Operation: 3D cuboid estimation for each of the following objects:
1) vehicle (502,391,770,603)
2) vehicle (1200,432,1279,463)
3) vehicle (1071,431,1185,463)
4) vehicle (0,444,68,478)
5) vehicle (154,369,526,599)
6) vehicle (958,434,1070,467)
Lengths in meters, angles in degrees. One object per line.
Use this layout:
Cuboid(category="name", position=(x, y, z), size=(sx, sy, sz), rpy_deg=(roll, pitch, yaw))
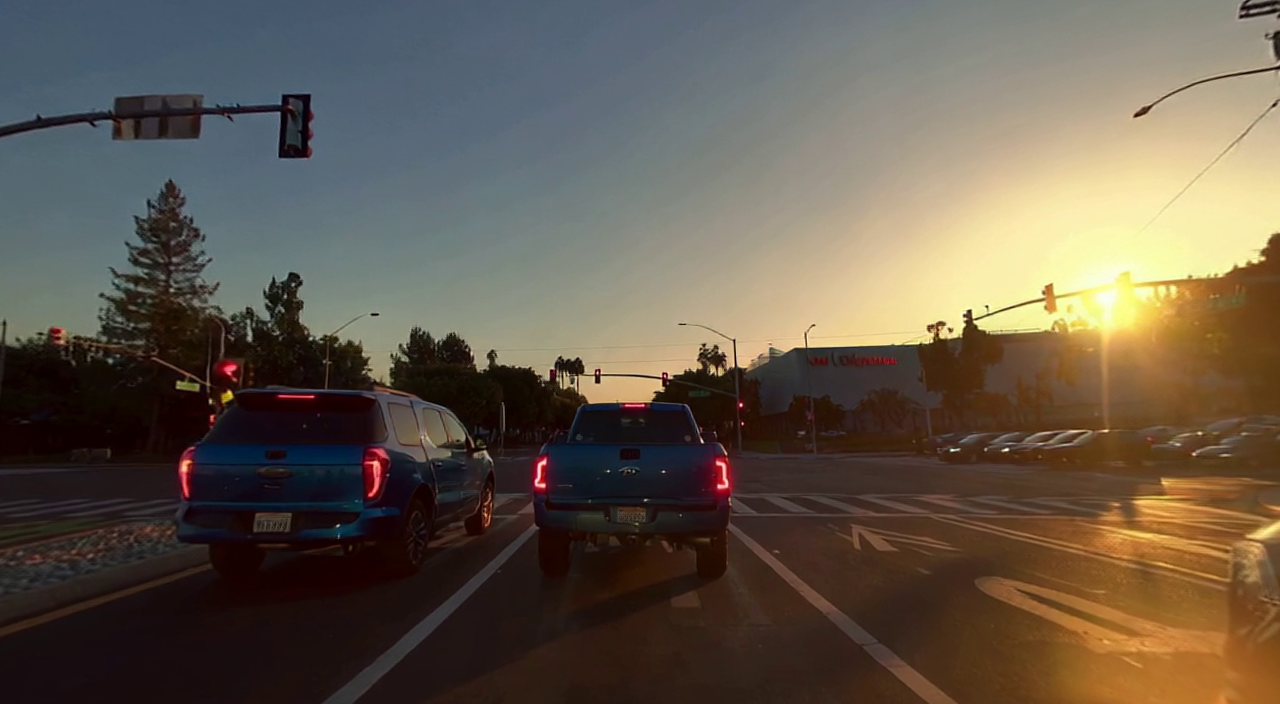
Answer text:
Cuboid(category="vehicle", position=(-0.058, 1.533, 7.590), size=(2.204, 1.738, 4.690), rpy_deg=(0, -8, -1))
Cuboid(category="vehicle", position=(35.909, 5.551, 36.488), size=(4.714, 1.754, 2.041), rpy_deg=(0, -8, -2))
Cuboid(category="vehicle", position=(27.943, 5.455, 36.032), size=(4.849, 1.759, 2.041), rpy_deg=(0, -8, -2))
Cuboid(category="vehicle", position=(-32.166, 5.477, 31.689), size=(4.406, 1.682, 2.040), rpy_deg=(0, -8, -2))
Cuboid(category="vehicle", position=(-2.967, 1.457, 7.788), size=(2.220, 1.926, 4.870), rpy_deg=(0, -8, -1))
Cuboid(category="vehicle", position=(19.315, 5.105, 32.580), size=(4.624, 1.601, 1.871), rpy_deg=(0, -8, -3))
